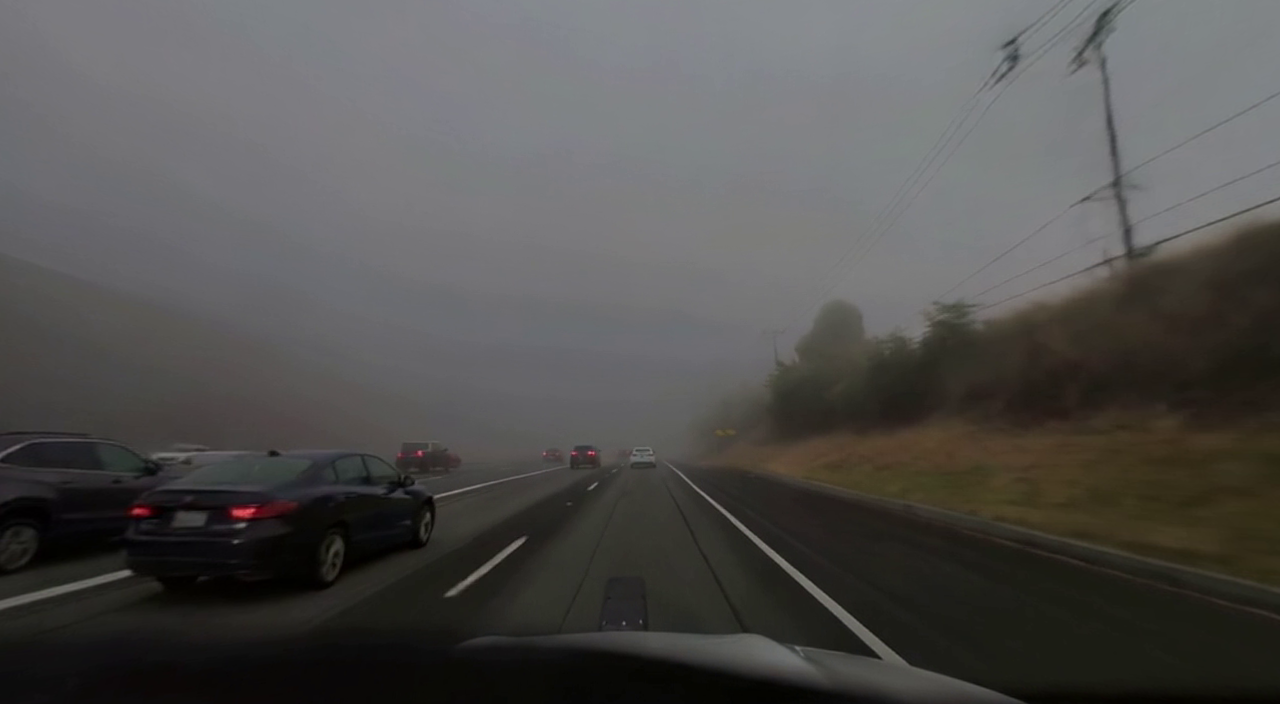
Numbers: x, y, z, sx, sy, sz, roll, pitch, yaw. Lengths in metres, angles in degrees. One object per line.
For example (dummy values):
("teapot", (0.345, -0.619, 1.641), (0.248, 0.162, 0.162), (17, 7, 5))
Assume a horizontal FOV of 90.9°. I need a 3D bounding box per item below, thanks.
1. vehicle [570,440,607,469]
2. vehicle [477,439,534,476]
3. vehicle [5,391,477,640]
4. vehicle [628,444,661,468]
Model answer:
("vehicle", (-3.349, 6.807, 42.025), (2.093, 1.831, 4.712), (0, -8, 0))
("vehicle", (-7.262, 5.715, 34.439), (2.084, 1.815, 4.406), (0, -8, 1))
("vehicle", (-3.391, 1.468, 6.694), (2.052, 1.731, 4.372), (0, -8, 1))
("vehicle", (0.271, 6.887, 41.920), (2.074, 1.465, 3.977), (0, -8, -2))
